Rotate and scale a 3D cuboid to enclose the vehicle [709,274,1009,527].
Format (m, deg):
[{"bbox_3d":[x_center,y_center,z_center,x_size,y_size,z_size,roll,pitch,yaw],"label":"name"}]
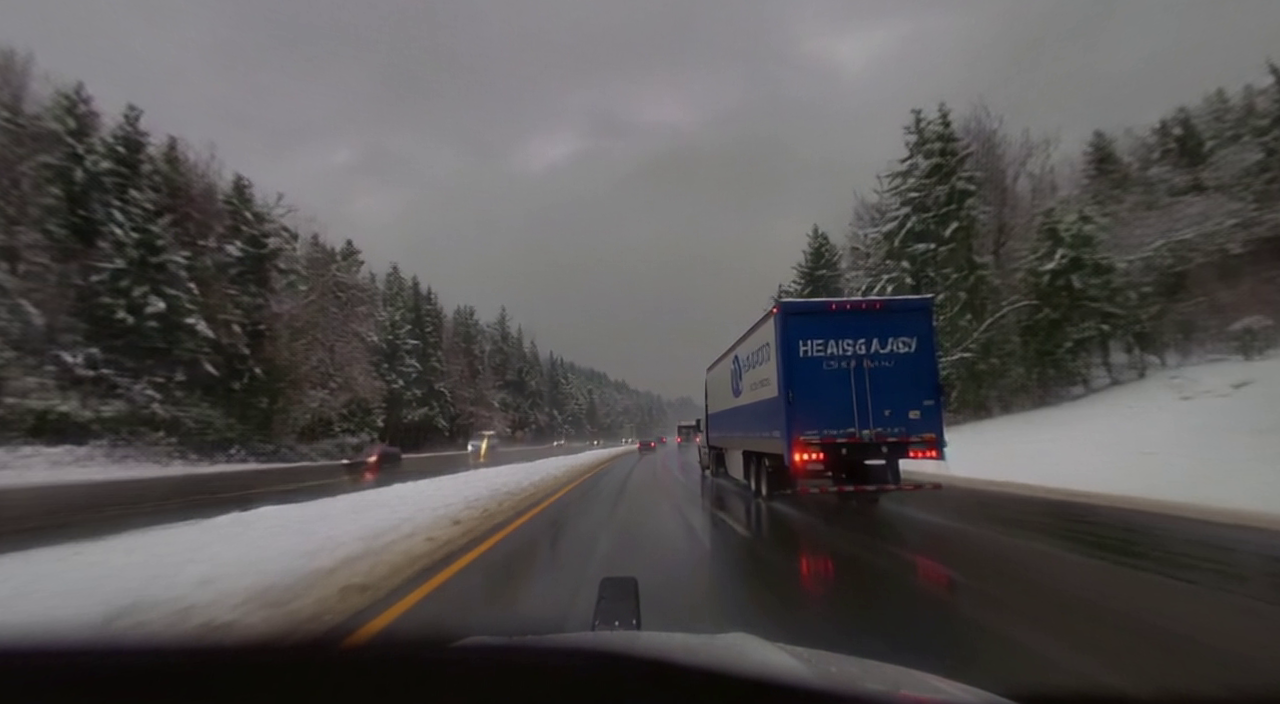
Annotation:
[{"bbox_3d":[4.231,1.652,17.020,3.171,4.072,13.784,0,-8,0],"label":"vehicle"}]

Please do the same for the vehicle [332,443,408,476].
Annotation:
[{"bbox_3d":[-13.920,5.540,32.784,1.871,1.490,4.603,-1,-8,1],"label":"vehicle"}]
